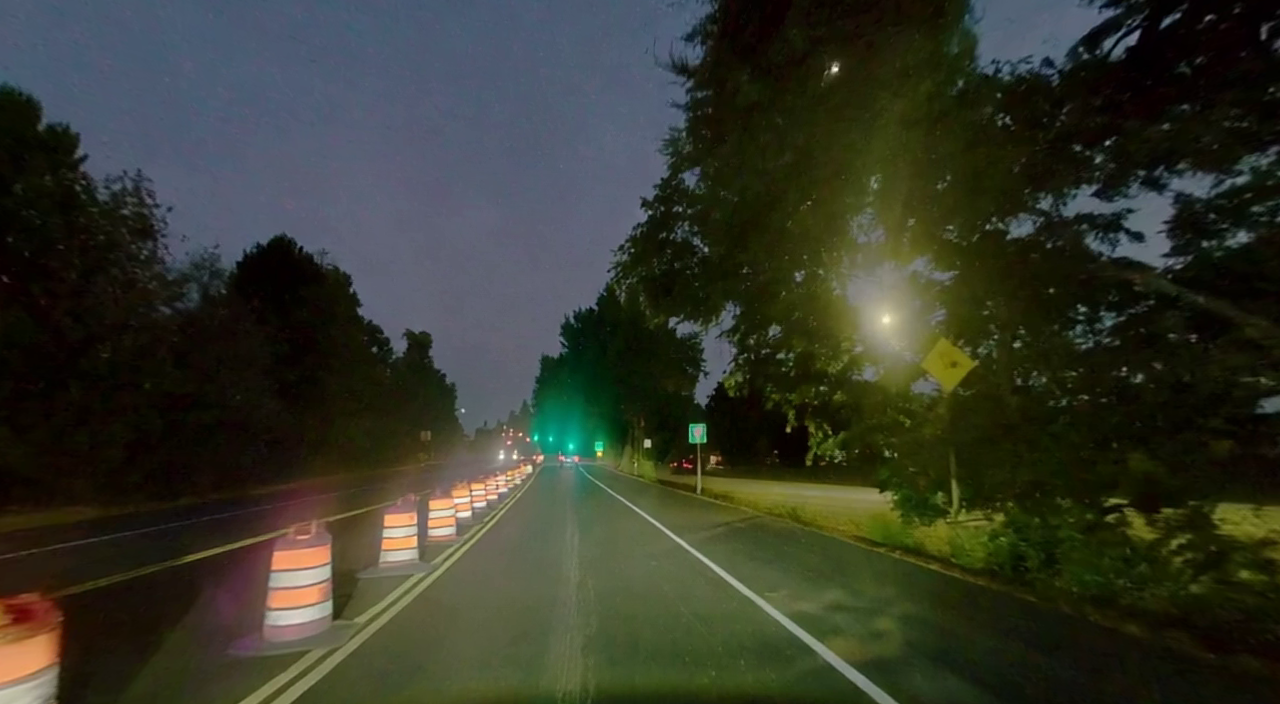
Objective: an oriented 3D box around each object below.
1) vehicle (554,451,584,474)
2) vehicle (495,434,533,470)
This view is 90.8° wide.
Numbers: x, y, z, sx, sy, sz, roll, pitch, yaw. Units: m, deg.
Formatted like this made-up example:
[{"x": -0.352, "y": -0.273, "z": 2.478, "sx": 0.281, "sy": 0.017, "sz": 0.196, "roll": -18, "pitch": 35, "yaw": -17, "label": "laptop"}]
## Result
[{"x": -5.172, "y": 7.974, "z": 45.701, "sx": 2.013, "sy": 1.481, "sz": 4.356, "roll": 1, "pitch": -9, "yaw": -8, "label": "vehicle"}, {"x": -9.366, "y": 7.458, "z": 47.314, "sx": 2.380, "sy": 2.488, "sz": 4.028, "roll": 3, "pitch": -9, "yaw": -8, "label": "vehicle"}]
